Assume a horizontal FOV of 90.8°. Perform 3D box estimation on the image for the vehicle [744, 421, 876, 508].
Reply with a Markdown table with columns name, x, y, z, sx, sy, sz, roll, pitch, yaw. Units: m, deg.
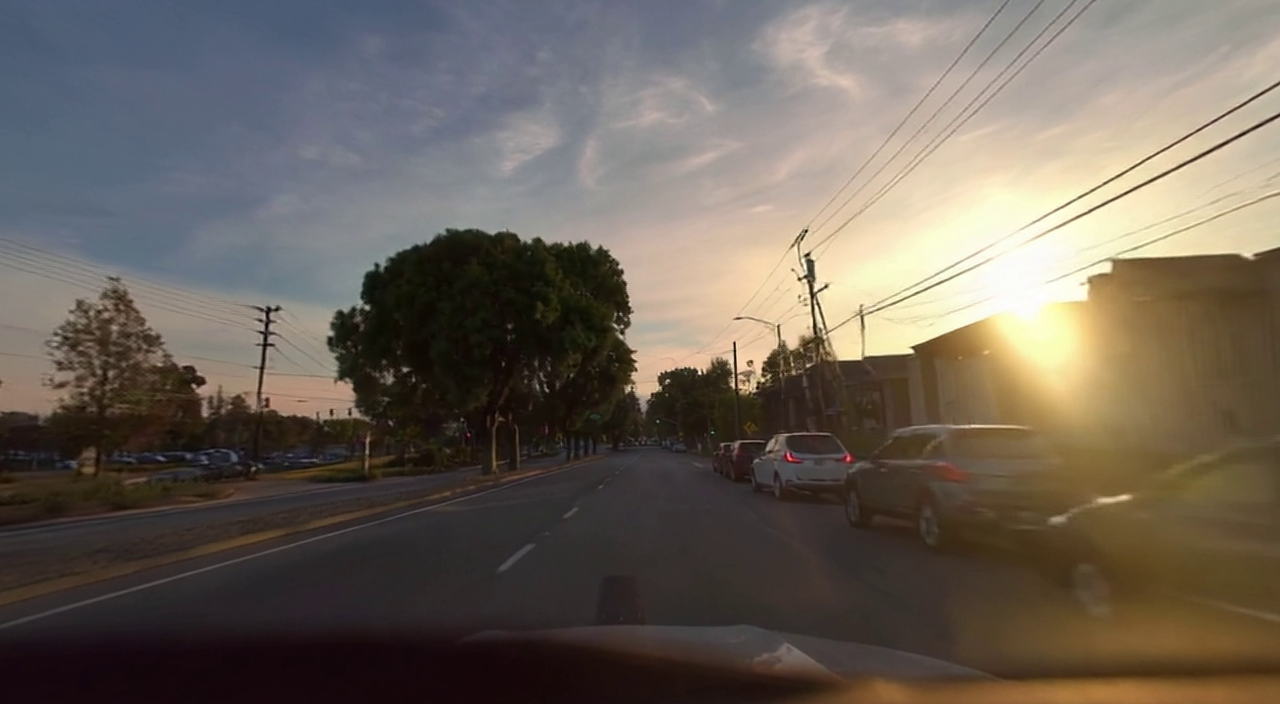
| name | x | y | z | sx | sy | sz | roll | pitch | yaw |
| --- | --- | --- | --- | --- | --- | --- | --- | --- | --- |
| vehicle | 4.249 | 2.909 | 16.785 | 2.056 | 1.941 | 4.955 | 0 | -8 | -1 |

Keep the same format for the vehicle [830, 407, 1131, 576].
| name | x | y | z | sx | sy | sz | roll | pitch | yaw |
| --- | --- | --- | --- | --- | --- | --- | --- | --- | --- |
| vehicle | 4.295 | 1.818 | 8.993 | 1.936 | 1.778 | 4.378 | 0 | -9 | 2 |

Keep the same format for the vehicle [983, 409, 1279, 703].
| name | x | y | z | sx | sy | sz | roll | pitch | yaw |
| --- | --- | --- | --- | --- | --- | --- | --- | --- | --- |
| vehicle | 3.905 | 1.036 | 3.014 | 1.925 | 1.505 | 4.895 | 0 | -8 | 2 |
